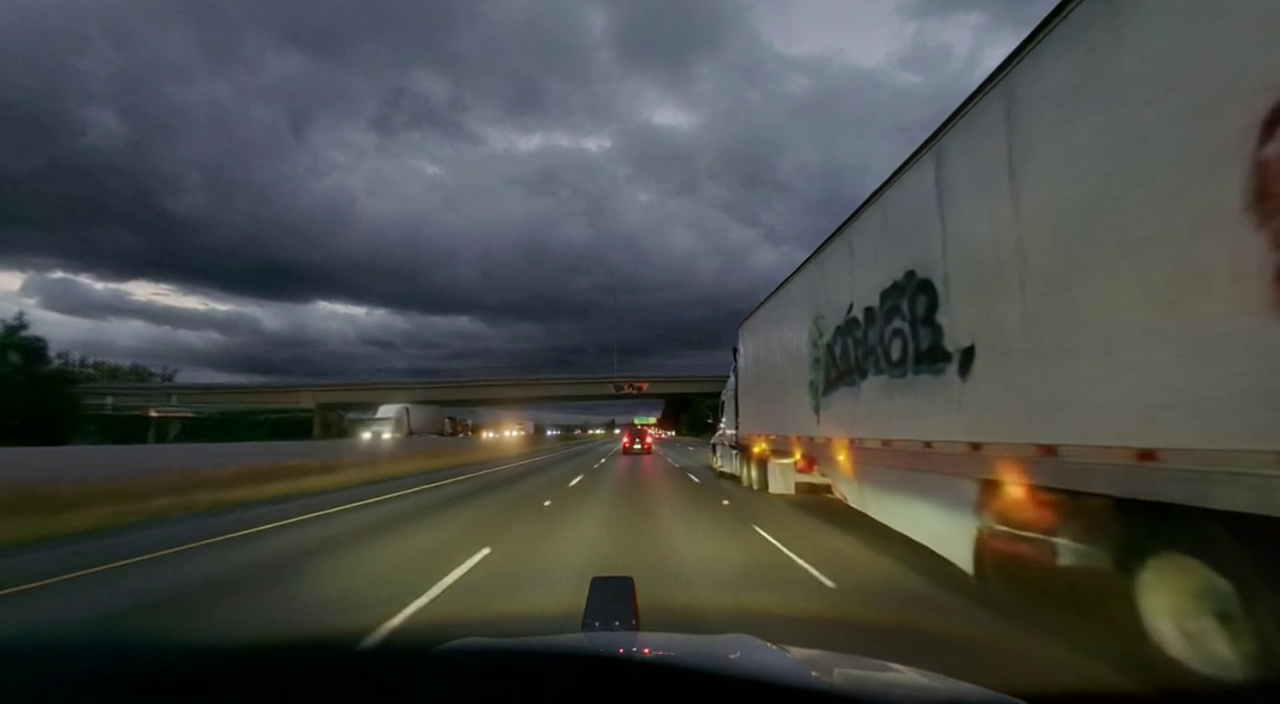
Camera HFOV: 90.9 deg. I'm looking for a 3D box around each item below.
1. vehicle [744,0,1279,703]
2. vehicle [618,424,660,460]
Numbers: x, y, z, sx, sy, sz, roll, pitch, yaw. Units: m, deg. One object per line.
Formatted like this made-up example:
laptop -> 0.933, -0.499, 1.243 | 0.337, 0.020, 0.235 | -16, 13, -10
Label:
vehicle -> 3.961, 0.265, 6.835 | 2.987, 4.021, 14.105 | 0, -8, -1
vehicle -> -0.104, 5.189, 36.545 | 2.277, 1.913, 4.510 | 0, -8, -1
